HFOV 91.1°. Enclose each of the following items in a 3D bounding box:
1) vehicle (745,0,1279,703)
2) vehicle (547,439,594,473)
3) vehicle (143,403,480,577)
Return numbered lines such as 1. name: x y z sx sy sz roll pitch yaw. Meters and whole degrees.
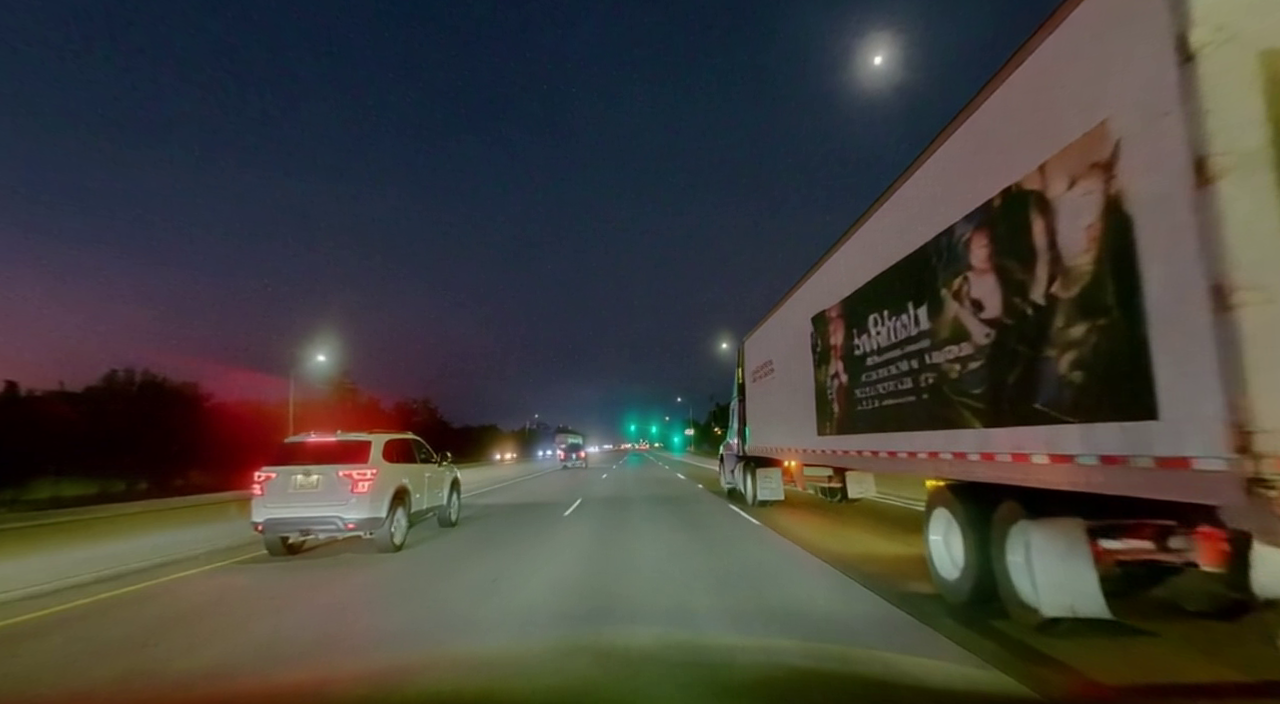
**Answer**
1. vehicle: 4.383 0.589 9.740 2.998 4.236 13.886 0 -9 -1
2. vehicle: -3.758 5.760 34.987 2.139 1.716 4.530 0 -9 0
3. vehicle: -3.960 1.769 8.816 2.202 1.760 4.617 0 -9 0
